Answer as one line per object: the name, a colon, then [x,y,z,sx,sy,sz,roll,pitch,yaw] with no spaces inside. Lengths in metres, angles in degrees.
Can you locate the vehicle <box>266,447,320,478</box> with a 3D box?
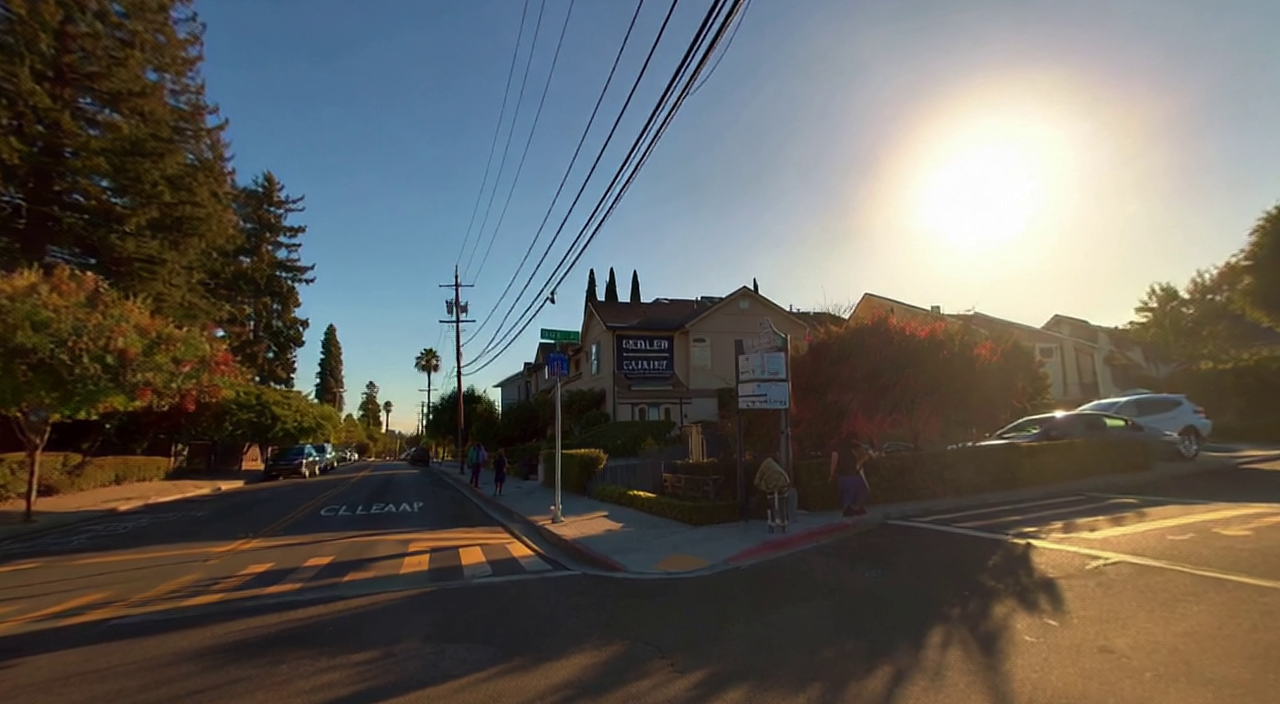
vehicle: [-22.043,6.979,40.332,2.203,1.787,4.704,3,-9,-19]
